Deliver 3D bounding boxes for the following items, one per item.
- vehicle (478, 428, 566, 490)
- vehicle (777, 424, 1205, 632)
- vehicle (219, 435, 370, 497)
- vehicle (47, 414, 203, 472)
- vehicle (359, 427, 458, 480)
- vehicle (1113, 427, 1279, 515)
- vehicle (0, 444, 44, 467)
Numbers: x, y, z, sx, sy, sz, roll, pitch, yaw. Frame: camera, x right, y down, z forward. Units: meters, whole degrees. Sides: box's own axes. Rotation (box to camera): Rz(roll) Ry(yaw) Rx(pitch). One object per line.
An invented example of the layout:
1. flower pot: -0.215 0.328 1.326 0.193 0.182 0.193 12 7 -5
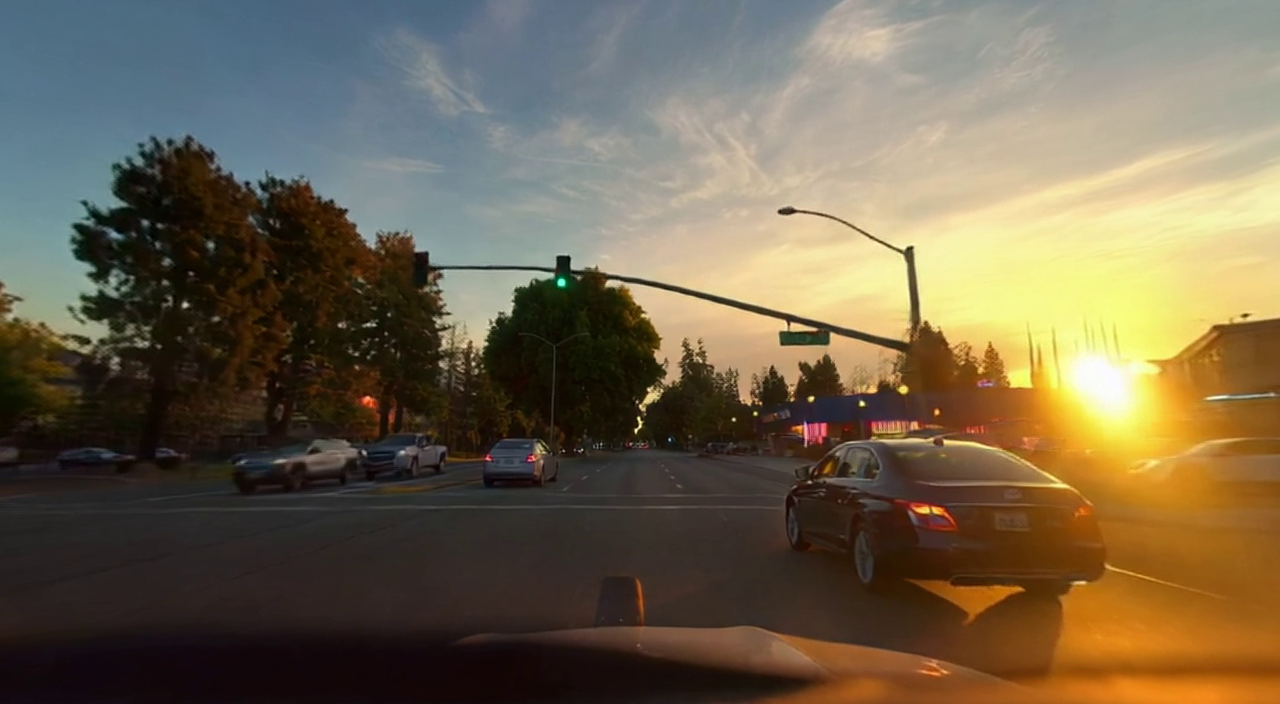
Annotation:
1. vehicle: -3.751 3.502 21.003 1.997 1.806 4.500 0 -8 1
2. vehicle: 3.106 1.637 7.085 1.975 1.502 4.787 0 -8 -1
3. vehicle: -10.099 3.335 18.968 1.942 1.576 4.567 -1 -8 0
4. vehicle: -34.396 6.104 42.467 7.384 3.665 3.220 0 -8 -1
5. vehicle: -9.683 4.297 26.956 2.301 1.926 5.183 -1 -8 0
6. vehicle: 17.308 3.264 17.848 5.651 2.172 2.710 -1 -9 -4
7. vehicle: -49.247 8.014 48.917 2.049 1.745 4.172 0 -8 0
